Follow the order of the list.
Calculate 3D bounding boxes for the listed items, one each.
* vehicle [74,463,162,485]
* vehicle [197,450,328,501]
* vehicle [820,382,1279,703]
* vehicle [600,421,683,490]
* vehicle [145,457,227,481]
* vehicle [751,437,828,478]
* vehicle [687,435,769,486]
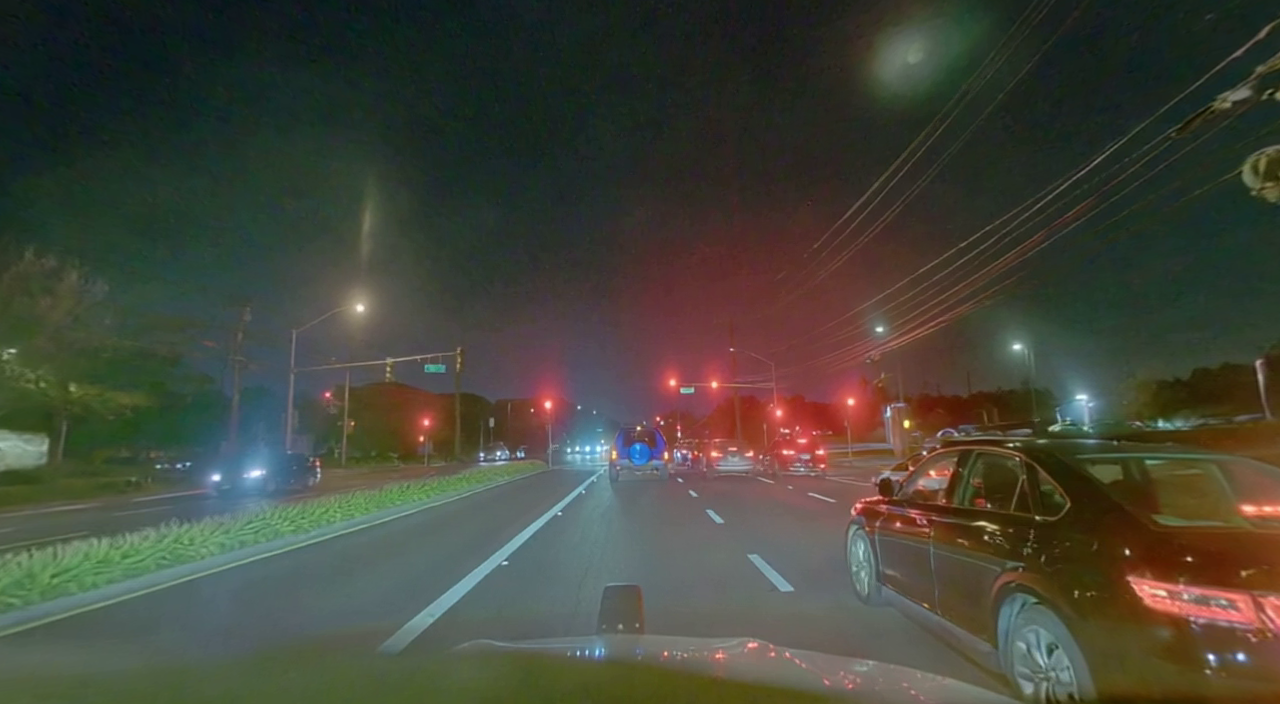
[{"bbox_3d":[-38.140,8.884,46.234,4.625,1.455,2.029,0,-8,1],"label":"vehicle"},{"bbox_3d":[-12.515,4.077,21.329,1.952,1.475,4.442,0,-8,-5],"label":"vehicle"},{"bbox_3d":[2.761,1.122,3.833,2.004,1.460,4.297,0,-8,-1],"label":"vehicle"},{"bbox_3d":[0.021,3.190,19.682,2.236,1.856,4.816,0,-8,0],"label":"vehicle"},{"bbox_3d":[-33.346,8.572,46.485,4.550,1.601,1.766,0,-8,-5],"label":"vehicle"},{"bbox_3d":[5.872,4.201,25.378,1.926,1.472,4.449,0,-8,-1],"label":"vehicle"},{"bbox_3d":[2.778,3.558,21.029,2.025,1.477,4.333,0,-8,-1],"label":"vehicle"}]
